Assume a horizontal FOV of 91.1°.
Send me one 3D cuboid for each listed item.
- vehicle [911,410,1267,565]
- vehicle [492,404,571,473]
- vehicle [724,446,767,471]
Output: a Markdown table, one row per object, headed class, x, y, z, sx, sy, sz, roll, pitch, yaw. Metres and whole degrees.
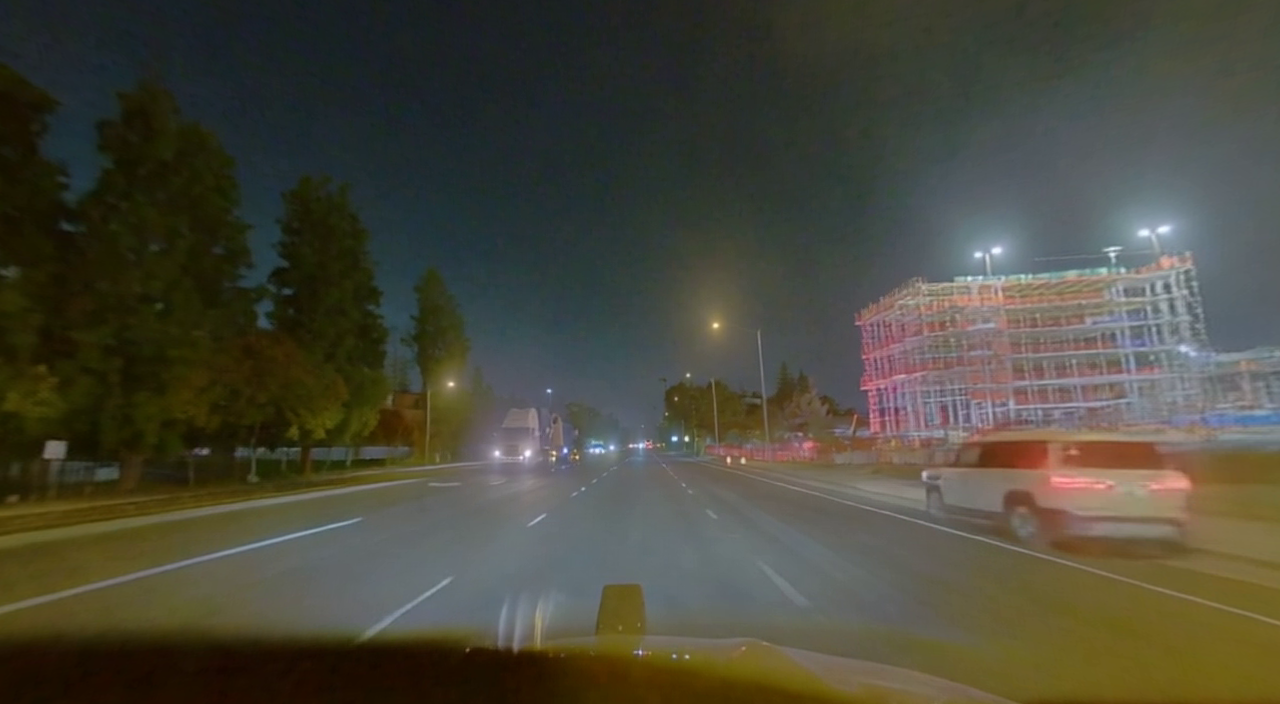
| class | x | y | z | sx | sy | sz | roll | pitch | yaw |
| --- | --- | --- | --- | --- | --- | --- | --- | --- | --- |
| vehicle | 6.610 | 2.034 | 10.243 | 2.169 | 1.880 | 4.849 | 0 | -9 | 0 |
| vehicle | -6.857 | 5.803 | 41.708 | 3.071 | 3.982 | 10.729 | -1 | -9 | 2 |
| vehicle | 6.764 | 6.846 | 40.668 | 1.933 | 1.488 | 4.736 | 0 | -9 | 0 |
